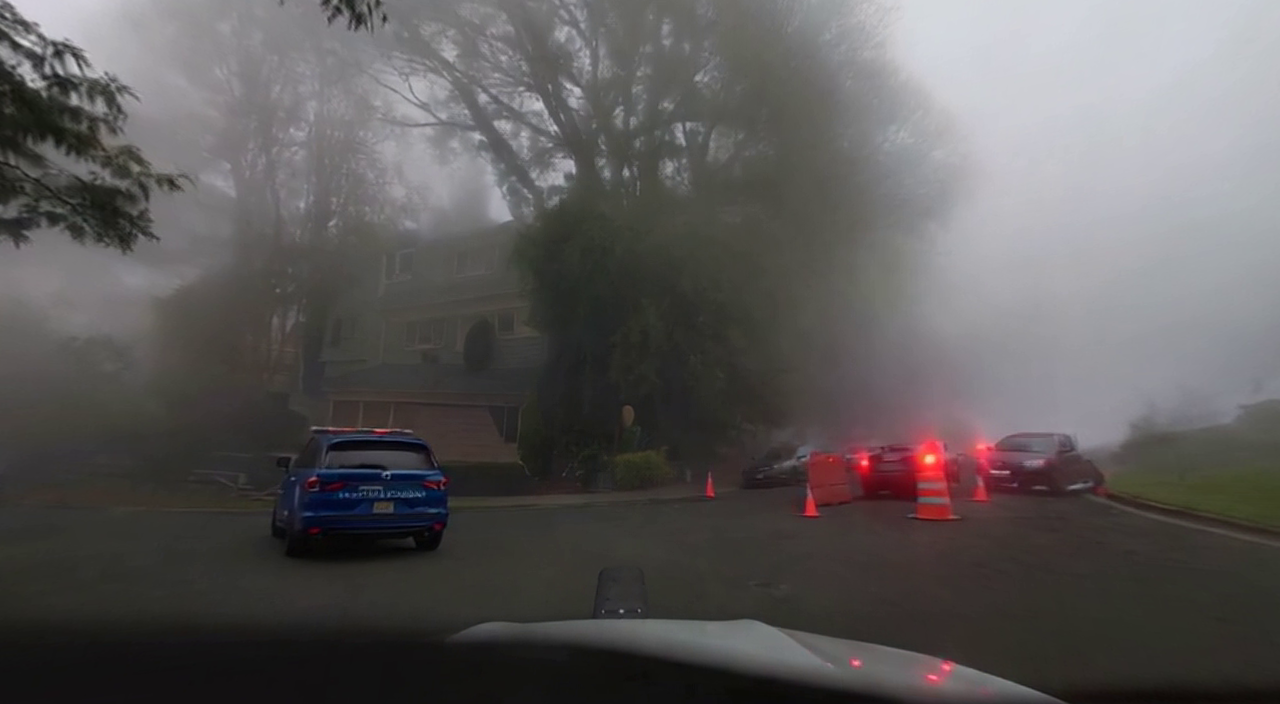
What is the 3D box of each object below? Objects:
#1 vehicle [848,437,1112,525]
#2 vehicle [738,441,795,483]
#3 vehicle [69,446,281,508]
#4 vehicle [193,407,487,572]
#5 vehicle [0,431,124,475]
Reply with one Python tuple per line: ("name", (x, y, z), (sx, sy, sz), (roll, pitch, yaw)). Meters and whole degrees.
("vehicle", (7.172, 2.651, 13.551), (4.656, 1.577, 2.099), (1, -8, -13))
("vehicle", (5.875, 4.996, 28.935), (2.014, 1.742, 4.297), (-3, -9, 18))
("vehicle", (-12.807, 3.377, 17.466), (5.022, 1.497, 1.996), (-3, -9, 17))
("vehicle", (-4.399, 1.807, 9.070), (4.094, 1.748, 2.350), (-8, -11, 42))
("vehicle", (-27.169, 4.699, 29.618), (1.908, 1.898, 4.120), (-2, -9, 14))
